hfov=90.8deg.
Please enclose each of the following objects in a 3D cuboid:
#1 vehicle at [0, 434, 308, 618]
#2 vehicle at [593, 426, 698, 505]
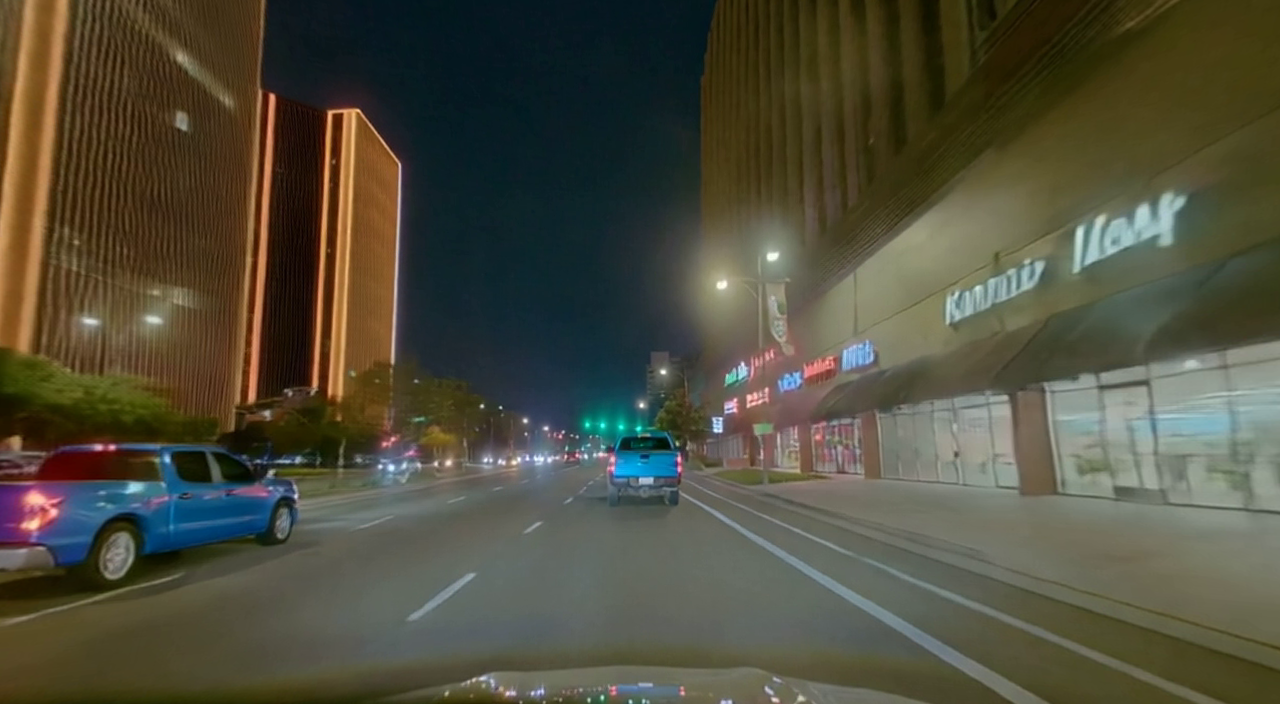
[{"bbox_3d":[-5.959,1.718,7.229,1.888,1.424,4.553,0,-9,-1],"label":"vehicle"},{"bbox_3d":[0.039,3.282,18.626,2.590,1.932,5.776,1,-9,-2],"label":"vehicle"}]
